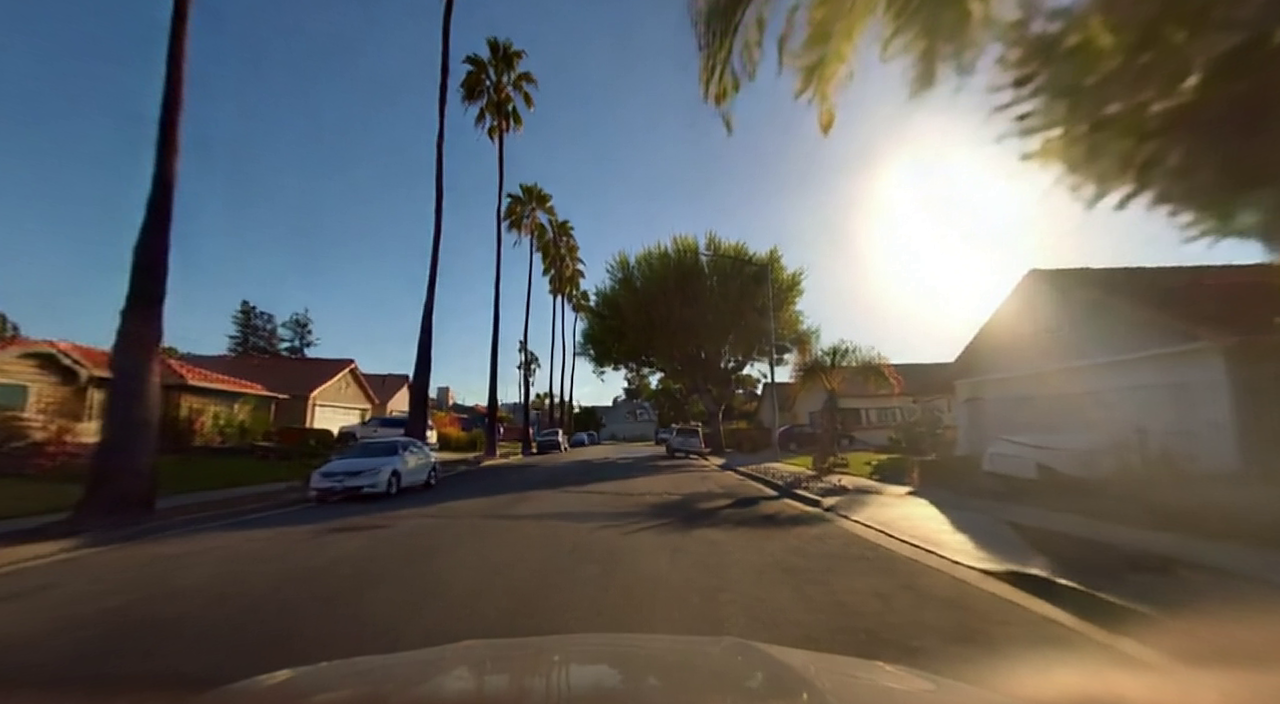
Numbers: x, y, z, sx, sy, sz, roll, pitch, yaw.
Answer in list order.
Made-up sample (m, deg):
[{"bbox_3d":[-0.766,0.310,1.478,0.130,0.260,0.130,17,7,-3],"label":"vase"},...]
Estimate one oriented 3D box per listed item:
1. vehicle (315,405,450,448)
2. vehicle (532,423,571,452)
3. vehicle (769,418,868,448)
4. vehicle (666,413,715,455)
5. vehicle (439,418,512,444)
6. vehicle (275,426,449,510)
[{"bbox_3d":[-12.061,3.554,29.924,5.340,1.948,2.398,0,-7,-1],"label":"vehicle"},{"bbox_3d":[-5.960,5.758,42.985,2.147,1.823,4.725,0,-6,-2],"label":"vehicle"},{"bbox_3d":[9.263,4.231,33.064,4.643,1.520,1.826,0,-7,1],"label":"vehicle"},{"bbox_3d":[2.604,4.452,34.154,2.184,2.038,6.212,0,-7,0],"label":"vehicle"},{"bbox_3d":[-12.576,6.078,48.620,4.991,1.947,2.329,0,-7,-3],"label":"vehicle"},{"bbox_3d":[-5.816,2.411,13.938,1.949,1.511,4.466,0,-6,-2],"label":"vehicle"}]
